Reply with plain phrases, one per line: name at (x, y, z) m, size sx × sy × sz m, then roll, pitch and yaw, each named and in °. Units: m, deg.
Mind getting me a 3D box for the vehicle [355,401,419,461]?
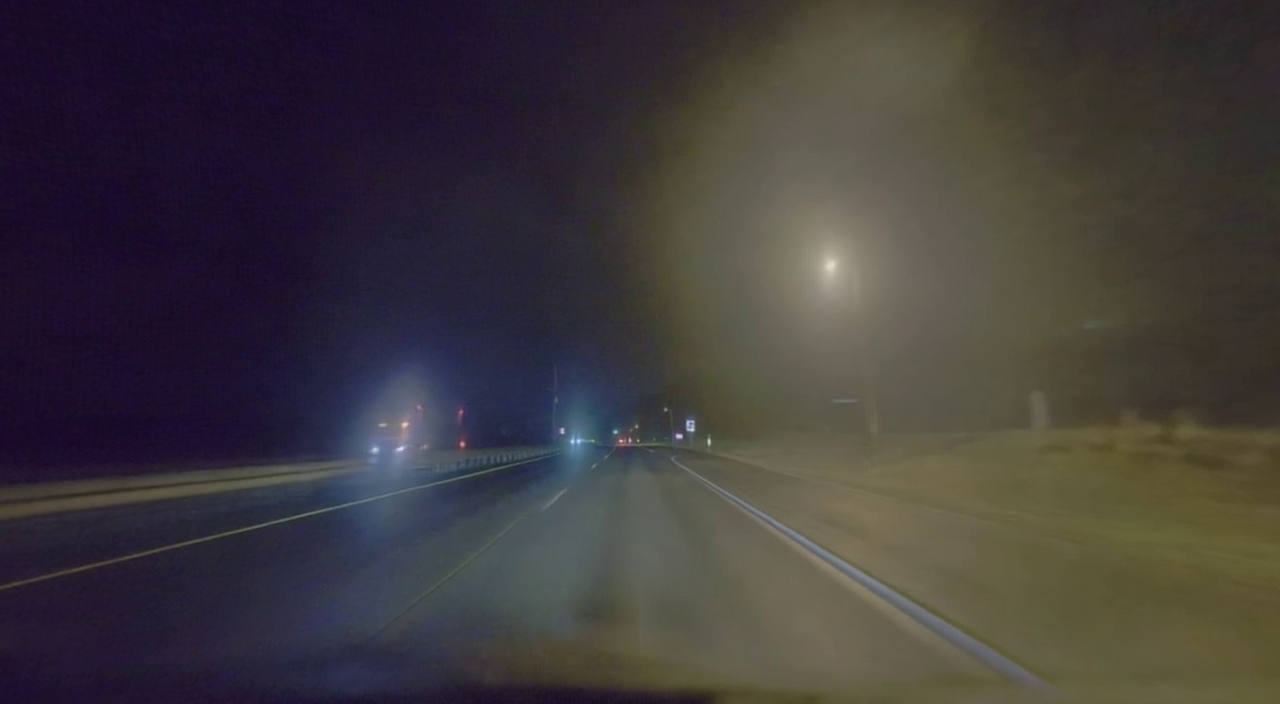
vehicle at (-17.627, 5.553, 44.156) m, size 2.997 × 4.001 × 3.458 m, roll 0°, pitch -8°, yaw -2°
